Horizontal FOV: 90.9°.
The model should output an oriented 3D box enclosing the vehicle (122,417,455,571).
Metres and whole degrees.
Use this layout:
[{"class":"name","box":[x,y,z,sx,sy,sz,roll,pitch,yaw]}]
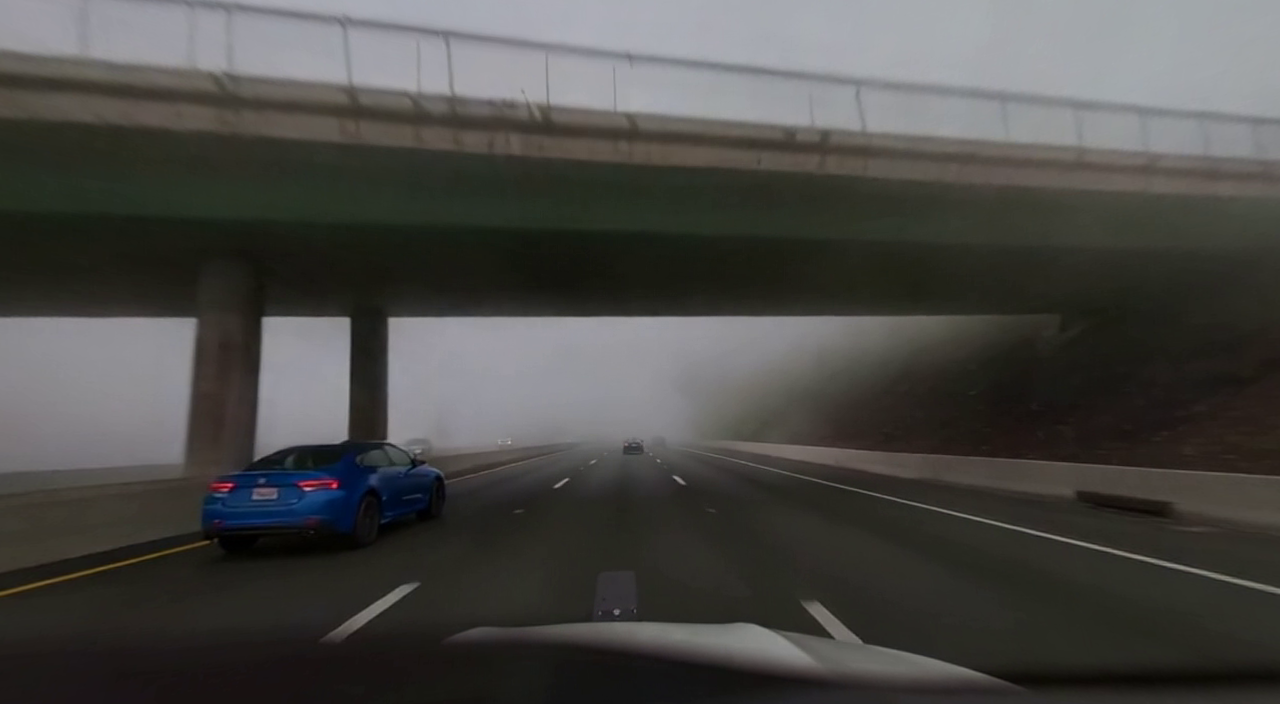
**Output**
[{"class":"vehicle","box":[-4.009,1.649,8.195,1.981,1.475,4.084,0,-8,0]}]
